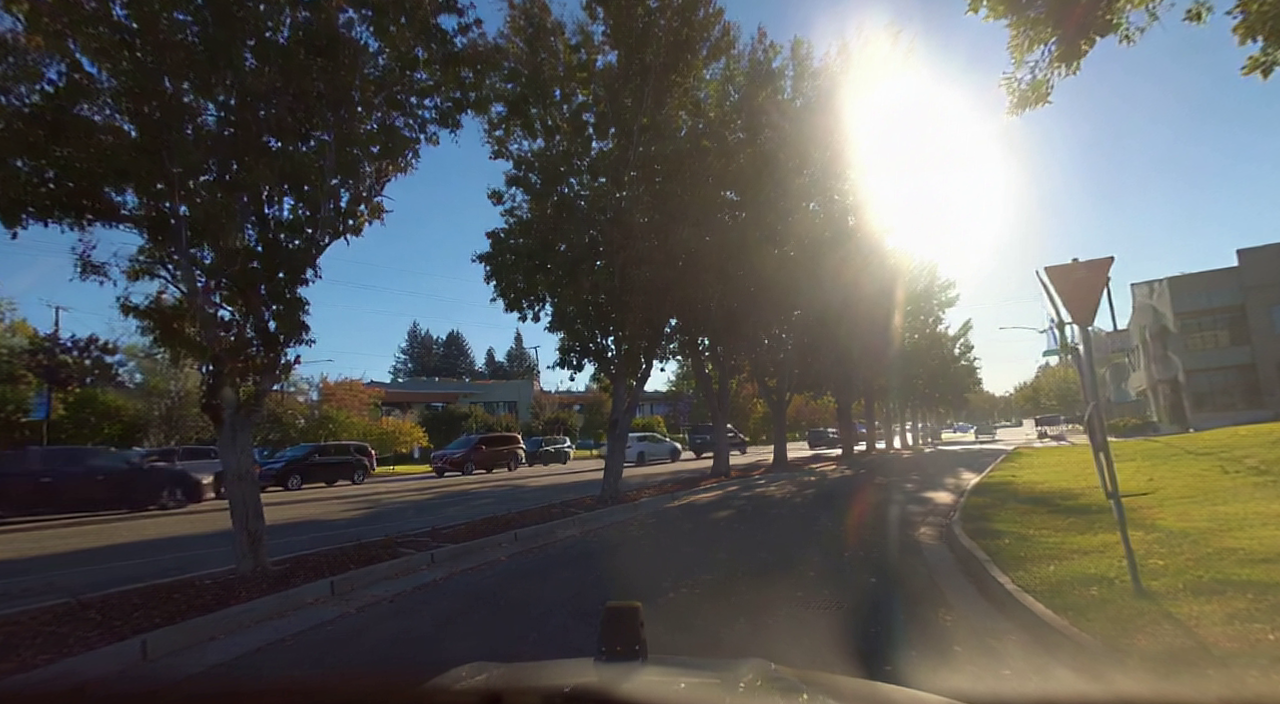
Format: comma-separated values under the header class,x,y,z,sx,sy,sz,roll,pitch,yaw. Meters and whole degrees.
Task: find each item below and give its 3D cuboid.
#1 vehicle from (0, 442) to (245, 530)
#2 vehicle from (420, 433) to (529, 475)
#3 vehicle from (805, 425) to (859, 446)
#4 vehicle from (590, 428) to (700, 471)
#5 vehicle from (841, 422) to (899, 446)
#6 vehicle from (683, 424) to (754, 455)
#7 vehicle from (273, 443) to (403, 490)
class,x,y,z,sx,sy,sz,roll,pitch,yaw
vehicle,-11.263,2.644,13.009,2.146,1.555,4.810,-8,-11,41
vehicle,-8.215,5.050,31.729,2.134,1.924,4.911,-7,-10,41
vehicle,14.816,6.427,48.603,2.218,1.466,5.191,-5,-9,37
vehicle,0.342,4.081,26.722,2.040,1.625,5.119,-5,-10,36
vehicle,16.594,5.915,45.446,1.949,1.640,5.372,-7,-10,42
vehicle,5.240,5.720,41.405,2.195,1.909,5.353,-5,-10,37
vehicle,-12.311,4.614,25.990,1.904,1.719,4.326,-6,-10,37
